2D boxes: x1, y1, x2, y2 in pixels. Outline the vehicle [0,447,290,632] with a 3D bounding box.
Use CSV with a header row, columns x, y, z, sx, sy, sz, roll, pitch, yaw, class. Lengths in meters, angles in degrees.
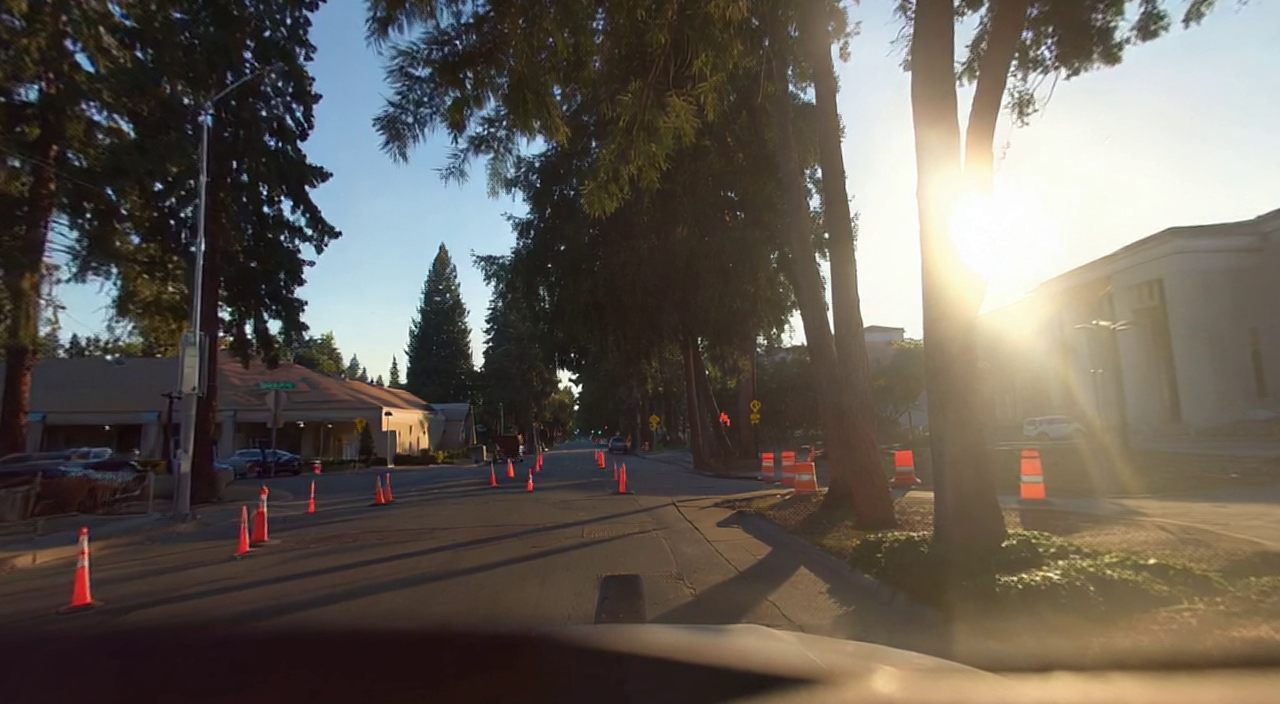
x,y,z,sx,sy,sz,roll,pitch,yaw,class
-7.596,2.007,7.556,2.961,1.701,7.563,1,-9,-4,vehicle
